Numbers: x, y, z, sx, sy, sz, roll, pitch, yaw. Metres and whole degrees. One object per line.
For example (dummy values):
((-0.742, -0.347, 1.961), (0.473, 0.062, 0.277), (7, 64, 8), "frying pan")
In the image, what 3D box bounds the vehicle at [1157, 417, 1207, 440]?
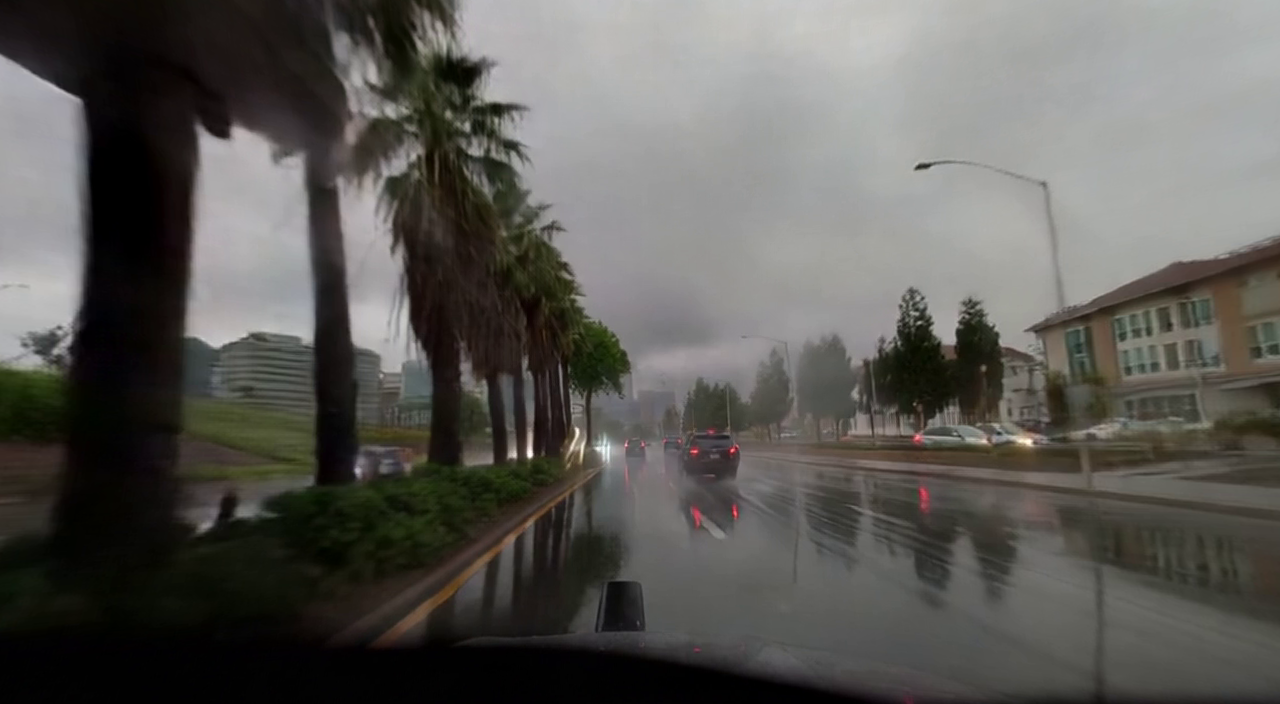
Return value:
((39.465, 5.634, 46.086), (1.928, 1.495, 3.956), (-7, -10, 30), "vehicle")

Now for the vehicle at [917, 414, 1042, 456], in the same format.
((19.284, 4.840, 36.335), (2.305, 2.084, 6.115), (1, -10, -21), "vehicle")

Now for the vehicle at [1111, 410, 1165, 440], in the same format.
((37.965, 5.679, 48.333), (2.235, 2.018, 6.593), (-5, -10, 30), "vehicle")

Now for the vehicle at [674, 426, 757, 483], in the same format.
((2.838, 4.072, 25.345), (2.559, 2.017, 5.562), (0, -9, -1), "vehicle")

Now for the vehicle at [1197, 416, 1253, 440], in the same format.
((41.740, 5.481, 45.171), (1.832, 1.394, 3.877), (-7, -12, 27), "vehicle")
